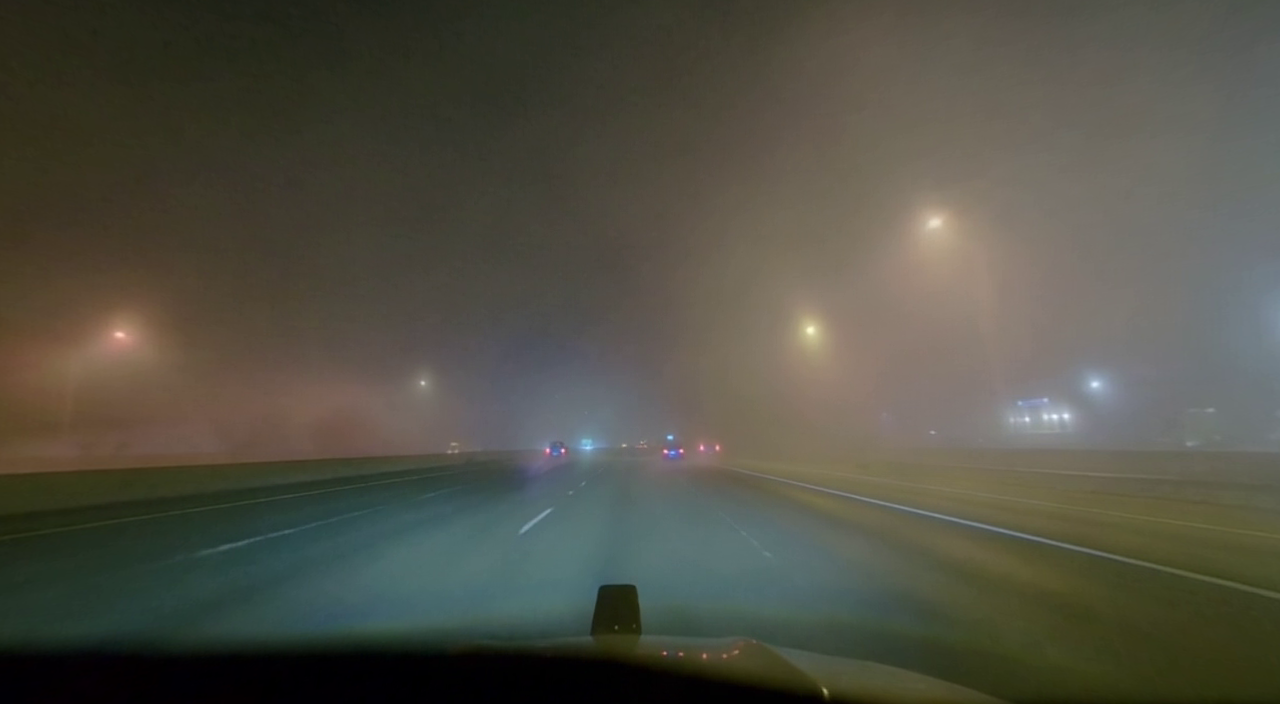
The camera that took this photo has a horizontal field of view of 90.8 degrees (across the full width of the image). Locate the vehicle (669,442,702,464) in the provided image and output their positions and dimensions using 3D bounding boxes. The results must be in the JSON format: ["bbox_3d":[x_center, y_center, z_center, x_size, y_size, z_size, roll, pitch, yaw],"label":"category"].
[{"bbox_3d":[3.281,7.351,46.187,2.000,1.533,3.770,0,-8,-1],"label":"vehicle"}]
